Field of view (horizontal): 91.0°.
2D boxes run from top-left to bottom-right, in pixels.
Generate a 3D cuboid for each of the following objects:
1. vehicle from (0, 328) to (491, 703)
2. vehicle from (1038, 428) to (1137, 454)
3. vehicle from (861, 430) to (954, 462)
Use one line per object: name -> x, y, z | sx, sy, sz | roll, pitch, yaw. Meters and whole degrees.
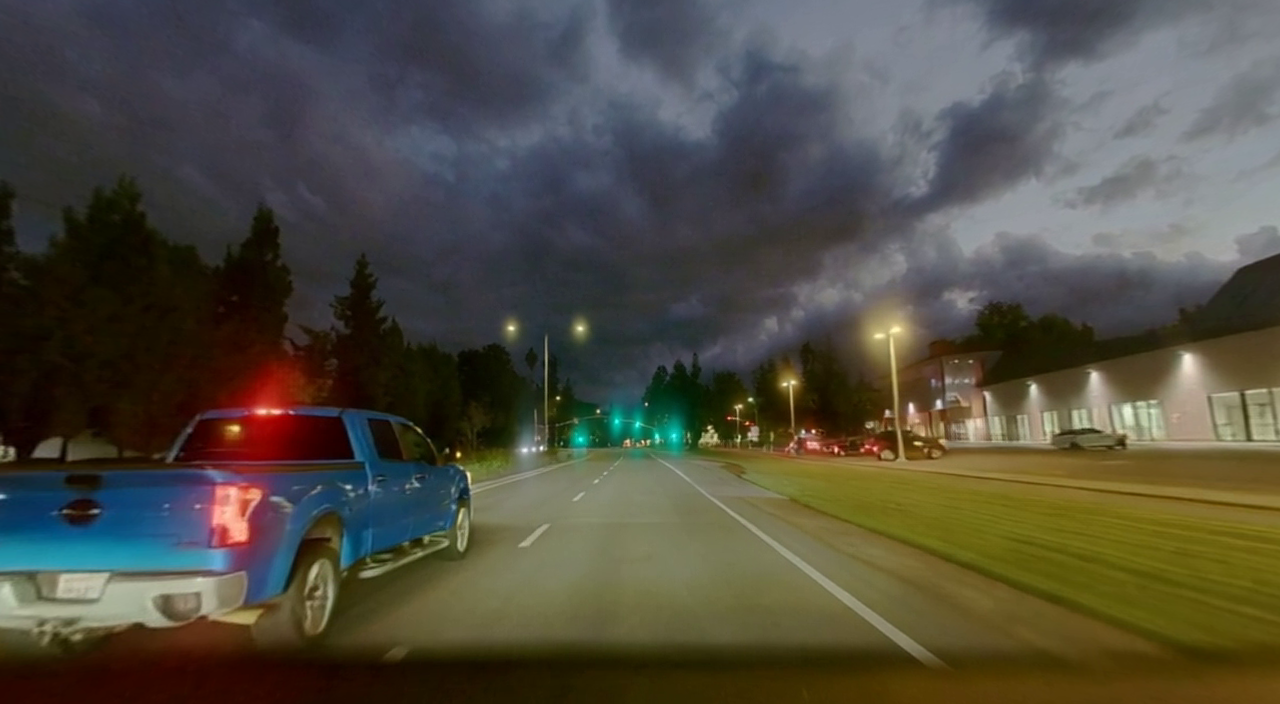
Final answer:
vehicle -> -2.987, 1.164, 5.408 | 2.065, 1.790, 5.417 | 0, -8, 0
vehicle -> 27.408, 5.467, 38.681 | 4.604, 1.487, 1.911 | 0, -8, 0
vehicle -> 15.369, 5.428, 36.290 | 4.332, 1.744, 2.115 | 0, -11, -3
